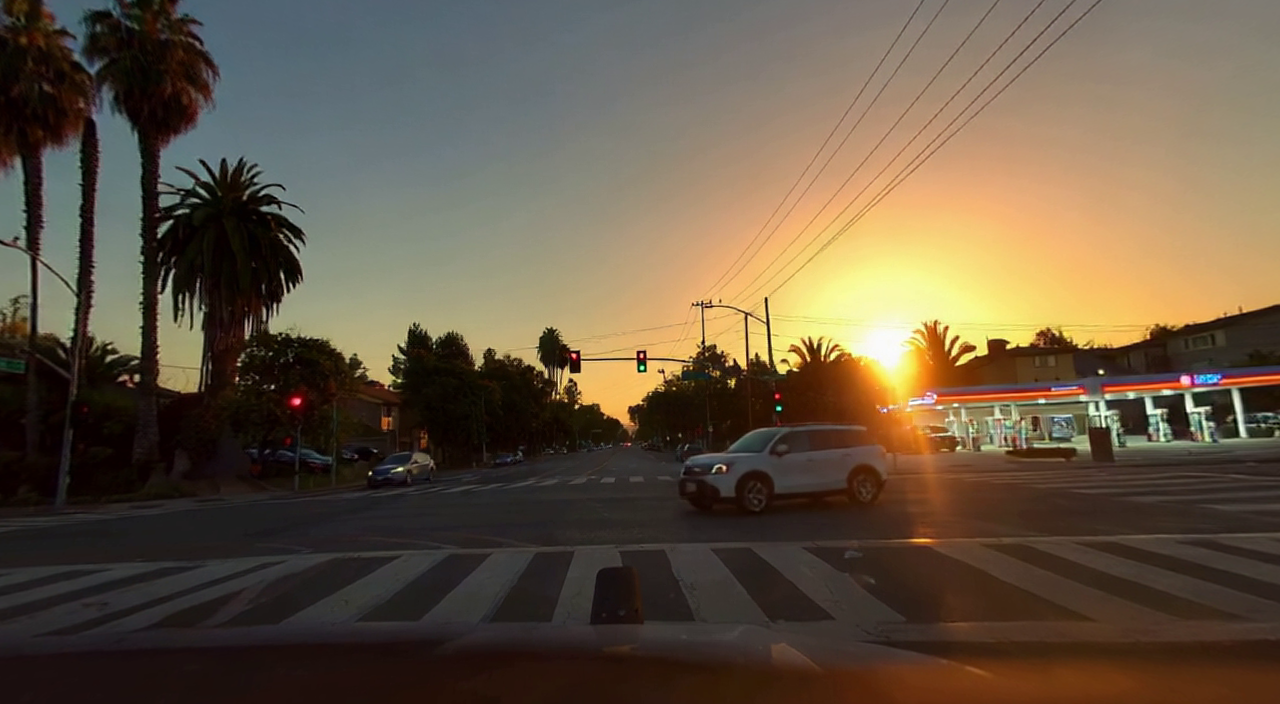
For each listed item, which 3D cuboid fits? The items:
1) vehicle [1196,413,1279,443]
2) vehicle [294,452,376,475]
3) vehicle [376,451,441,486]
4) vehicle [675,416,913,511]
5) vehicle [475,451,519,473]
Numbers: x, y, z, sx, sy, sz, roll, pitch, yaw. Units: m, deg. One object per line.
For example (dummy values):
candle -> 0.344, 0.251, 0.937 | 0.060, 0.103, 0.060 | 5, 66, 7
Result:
vehicle -> 38.297, 4.795, 39.969 | 4.488, 1.447, 1.765 | -5, -8, -1
vehicle -> -20.950, 7.678, 43.511 | 4.672, 1.469, 1.816 | -1, -9, -2
vehicle -> -13.051, 6.556, 35.945 | 2.009, 1.777, 4.559 | 0, -9, -1
vehicle -> 3.496, 2.439, 14.253 | 5.086, 1.817, 1.952 | 4, -10, -26
vehicle -> -9.921, 7.656, 44.148 | 2.085, 1.451, 4.311 | 0, -9, 0
